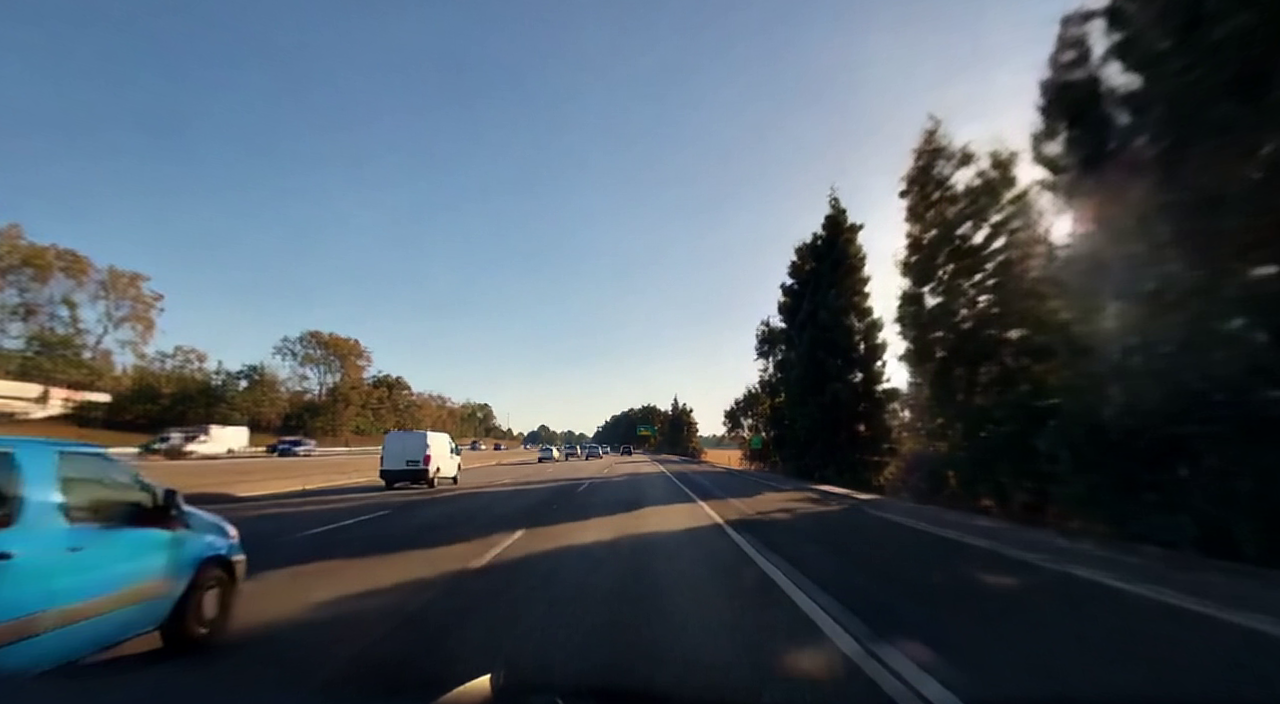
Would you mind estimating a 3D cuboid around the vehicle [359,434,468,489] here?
[{"bbox_3d":[-7.874,3.858,22.528,2.093,1.752,4.771,0,-9,0],"label":"vehicle"}]

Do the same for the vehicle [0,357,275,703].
[{"bbox_3d":[-3.746,0.792,2.164,2.040,1.679,4.865,0,-9,0],"label":"vehicle"}]
